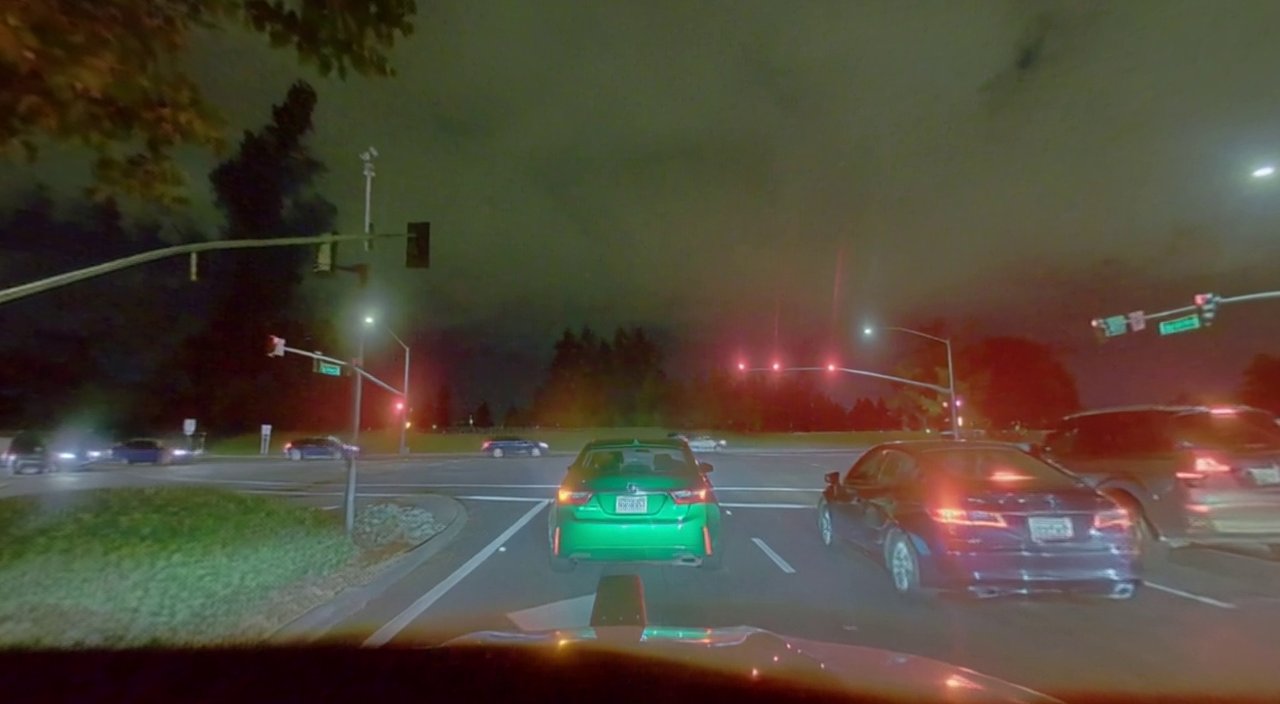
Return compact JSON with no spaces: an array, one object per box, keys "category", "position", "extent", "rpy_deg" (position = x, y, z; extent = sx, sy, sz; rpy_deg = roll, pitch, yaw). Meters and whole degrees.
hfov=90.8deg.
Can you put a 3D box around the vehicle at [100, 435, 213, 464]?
[{"category":"vehicle","position":[-26.928,5.440,35.292],"extent":[4.869,1.502,1.979],"rpy_deg":[-1,-9,6]}]

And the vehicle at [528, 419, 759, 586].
[{"category":"vehicle","position":[0.034,1.639,7.715],"extent":[2.026,1.458,4.175],"rpy_deg":[0,-9,0]}]

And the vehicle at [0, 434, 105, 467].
[{"category":"vehicle","position":[-30.497,5.050,32.409],"extent":[4.517,1.637,1.935],"rpy_deg":[-1,-9,7]}]

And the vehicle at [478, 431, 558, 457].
[{"category":"vehicle","position":[-7.673,5.806,39.650],"extent":[4.670,1.542,1.861],"rpy_deg":[3,-9,-18]}]

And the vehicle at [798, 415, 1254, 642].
[{"category":"vehicle","position":[3.094,1.488,6.403],"extent":[1.861,1.479,4.371],"rpy_deg":[0,-8,0]}]

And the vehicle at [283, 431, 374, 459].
[{"category":"vehicle","position":[-19.015,5.706,38.741],"extent":[4.526,1.649,1.920],"rpy_deg":[0,-9,-1]}]
